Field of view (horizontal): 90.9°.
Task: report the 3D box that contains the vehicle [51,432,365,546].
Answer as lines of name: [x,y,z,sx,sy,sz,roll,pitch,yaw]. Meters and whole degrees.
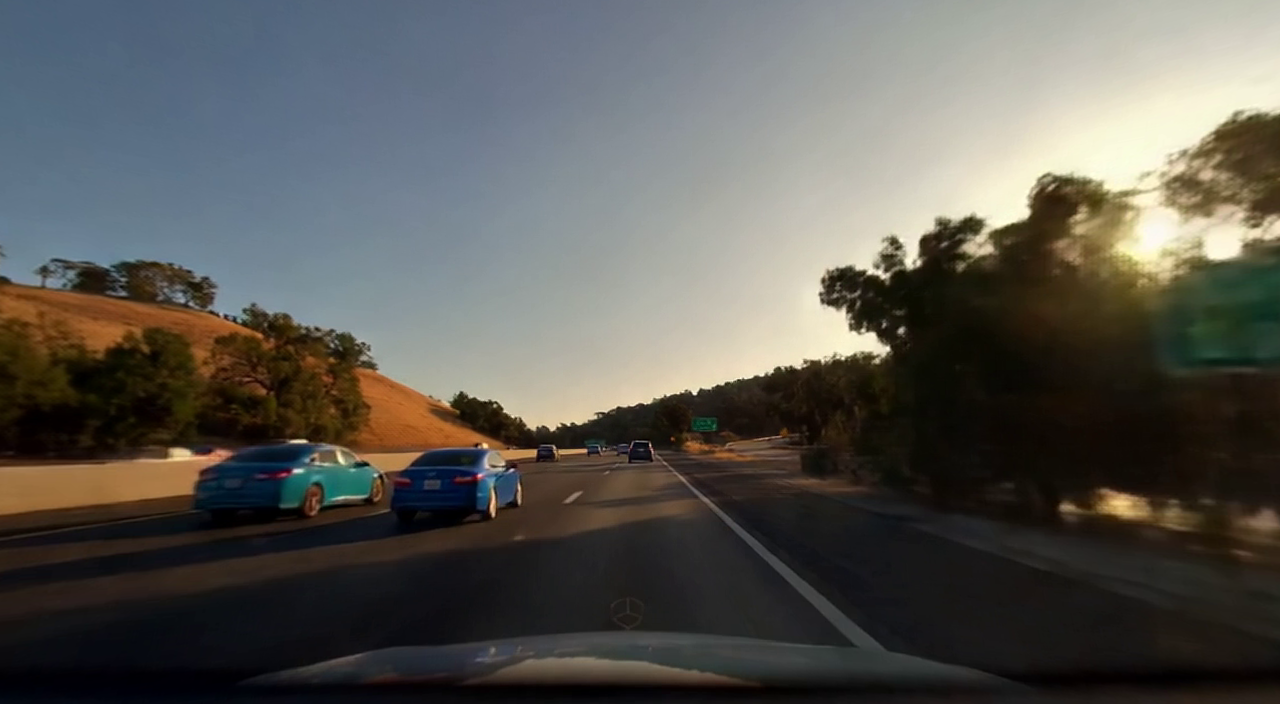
vehicle: [-6.859,2.196,10.885,2.009,1.519,4.697,0,-8,2]

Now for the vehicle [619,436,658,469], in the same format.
vehicle: [-0.052,6.303,39.871,2.309,1.915,5.130,0,-8,1]

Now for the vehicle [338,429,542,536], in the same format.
vehicle: [-3.400,2.343,12.070,2.139,1.589,5.102,0,-8,1]
